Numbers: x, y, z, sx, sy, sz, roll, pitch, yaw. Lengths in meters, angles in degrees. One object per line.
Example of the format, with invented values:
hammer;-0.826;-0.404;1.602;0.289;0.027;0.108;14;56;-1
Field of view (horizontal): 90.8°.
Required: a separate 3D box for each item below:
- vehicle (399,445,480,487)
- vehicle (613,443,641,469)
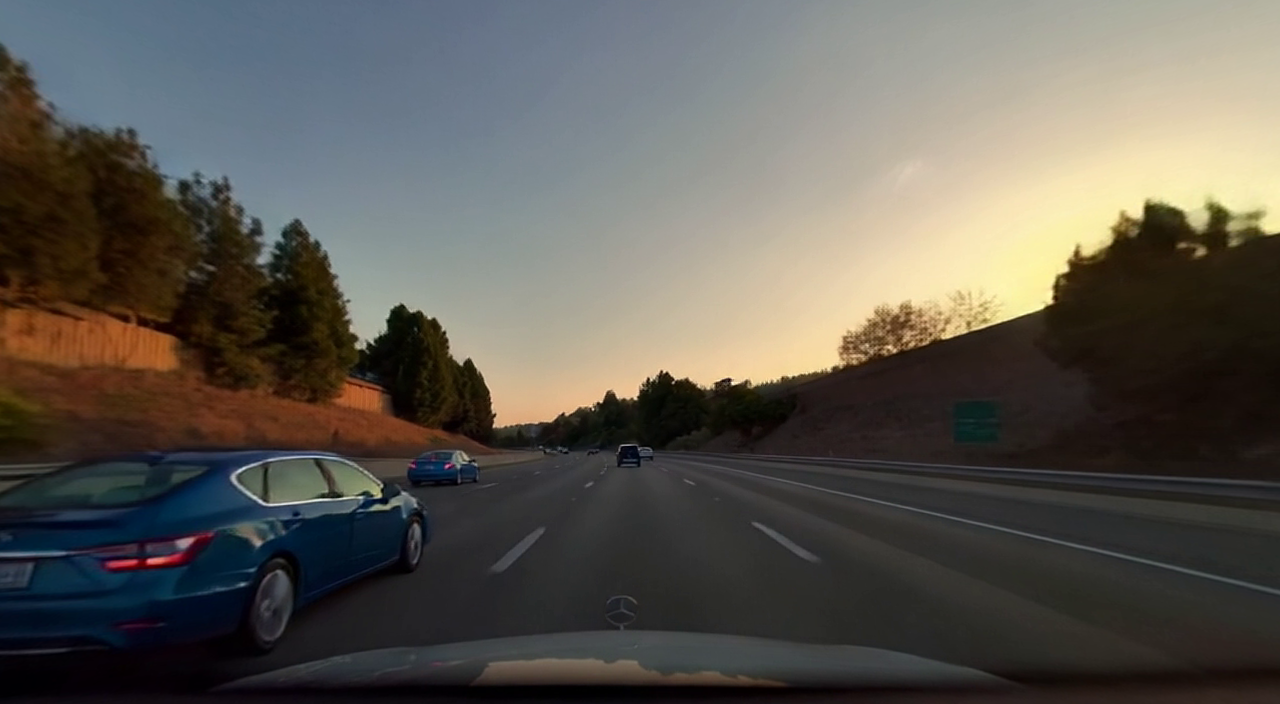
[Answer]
vehicle;-7.694;4.388;24.677;1.915;1.479;3.843;0;-9;-1
vehicle;-1.044;8.021;48.863;1.990;1.878;4.079;0;-9;-3
